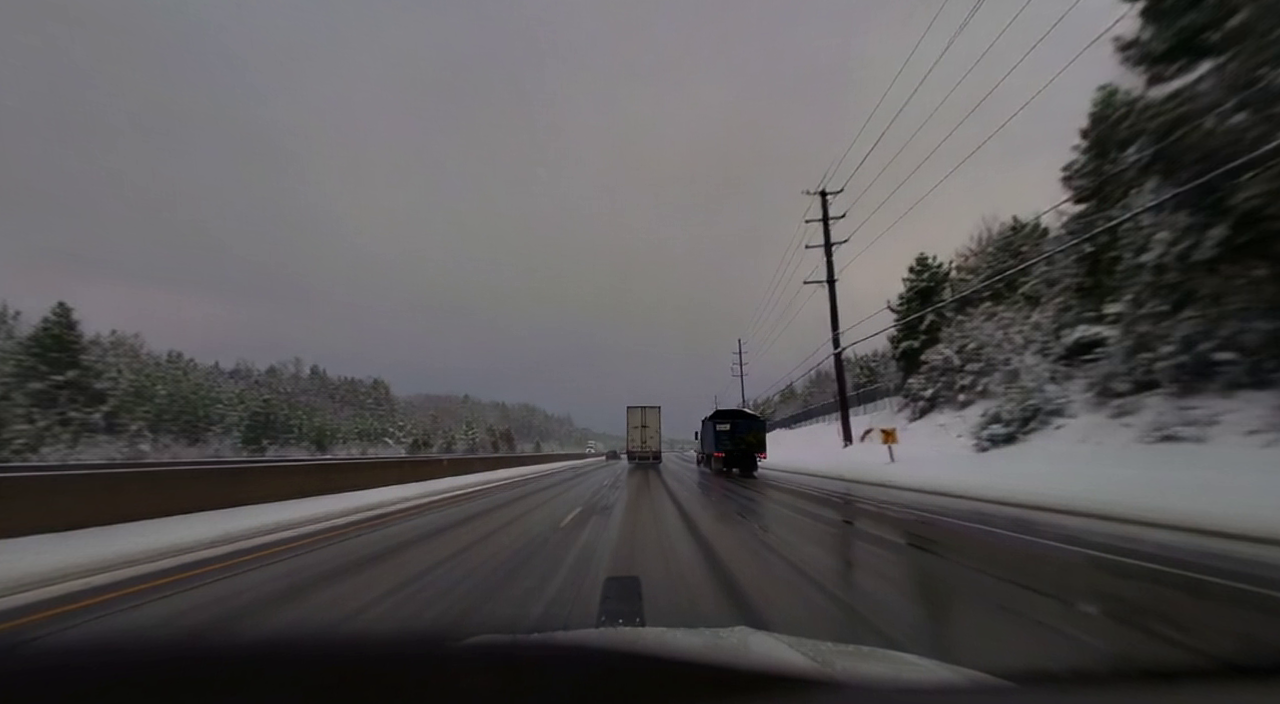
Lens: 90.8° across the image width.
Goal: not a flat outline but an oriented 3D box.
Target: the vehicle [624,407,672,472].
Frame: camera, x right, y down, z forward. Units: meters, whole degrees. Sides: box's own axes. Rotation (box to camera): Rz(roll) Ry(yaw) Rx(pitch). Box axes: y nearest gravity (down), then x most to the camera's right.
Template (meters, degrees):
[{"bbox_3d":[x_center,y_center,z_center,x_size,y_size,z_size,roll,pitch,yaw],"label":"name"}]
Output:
[{"bbox_3d":[0.587,6.581,46.627,2.997,4.076,13.224,0,-9,1],"label":"vehicle"}]

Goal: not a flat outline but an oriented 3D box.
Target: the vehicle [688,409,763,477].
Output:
[{"bbox_3d":[4.621,5.235,35.962,2.938,3.378,8.820,0,-9,-1],"label":"vehicle"}]
